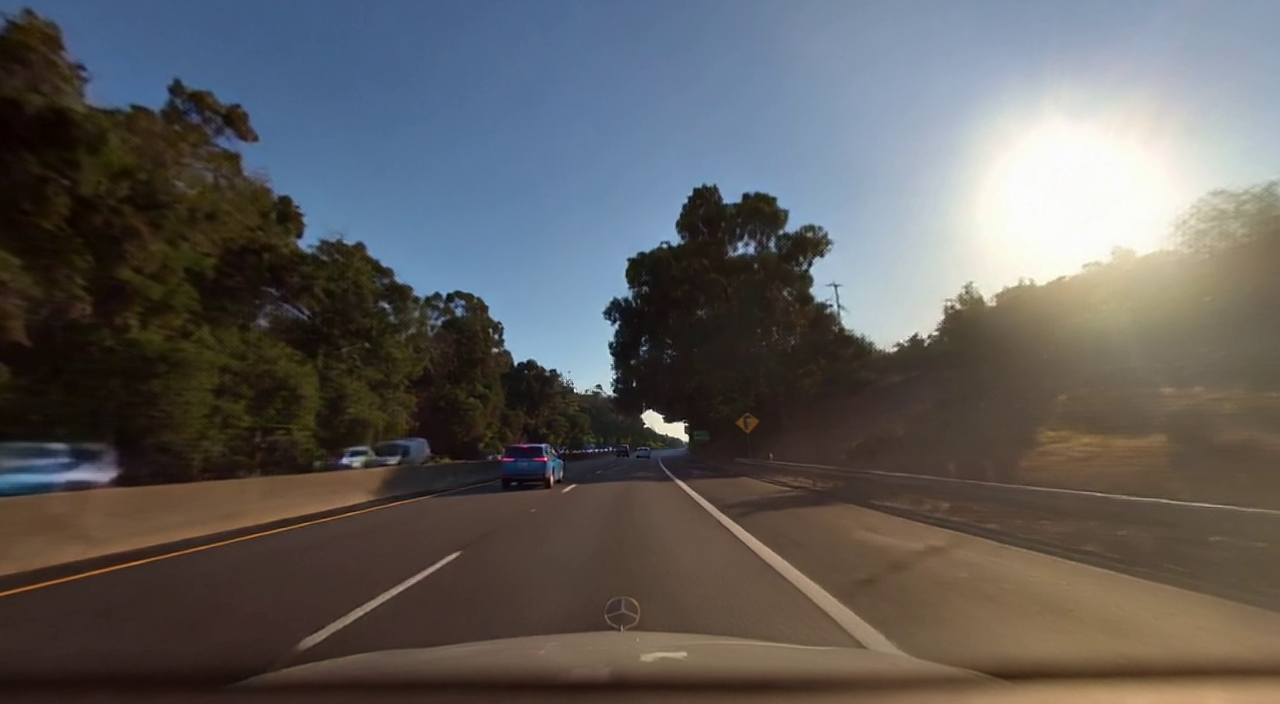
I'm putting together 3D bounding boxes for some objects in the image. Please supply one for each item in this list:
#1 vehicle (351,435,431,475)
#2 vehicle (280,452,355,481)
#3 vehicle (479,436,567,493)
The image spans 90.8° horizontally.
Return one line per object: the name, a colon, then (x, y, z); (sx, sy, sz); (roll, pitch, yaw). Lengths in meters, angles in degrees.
vehicle: (-13.230, 5.523, 33.966); (2.113, 1.950, 5.131); (0, -8, 1)
vehicle: (-17.218, 6.106, 33.929); (1.773, 1.434, 4.302); (0, -9, 0)
vehicle: (-3.843, 3.783, 21.645); (2.110, 1.727, 4.607); (0, -8, 1)
